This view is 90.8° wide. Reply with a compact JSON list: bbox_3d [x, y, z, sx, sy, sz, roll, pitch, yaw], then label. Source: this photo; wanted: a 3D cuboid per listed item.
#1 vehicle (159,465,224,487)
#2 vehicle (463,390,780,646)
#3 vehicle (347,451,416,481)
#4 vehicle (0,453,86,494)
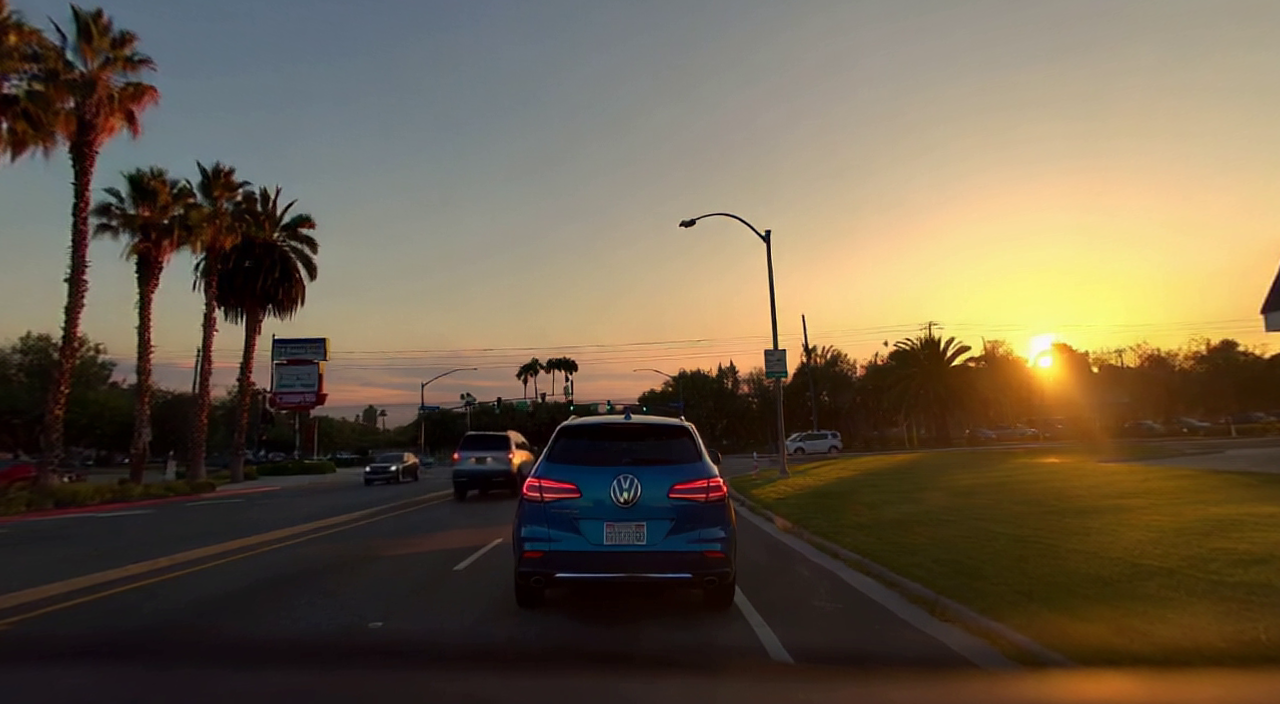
[{"bbox_3d":[-33.313,9.216,47.033,1.792,1.439,3.952,-1,-9,3],"label":"vehicle"},{"bbox_3d":[-0.142,1.417,6.325,2.137,1.728,3.926,0,-9,-1],"label":"vehicle"},{"bbox_3d":[-15.025,6.636,36.991,2.069,1.617,4.613,0,-9,0],"label":"vehicle"},{"bbox_3d":[-28.119,5.416,28.206,4.584,1.714,2.186,4,-10,-27],"label":"vehicle"}]
